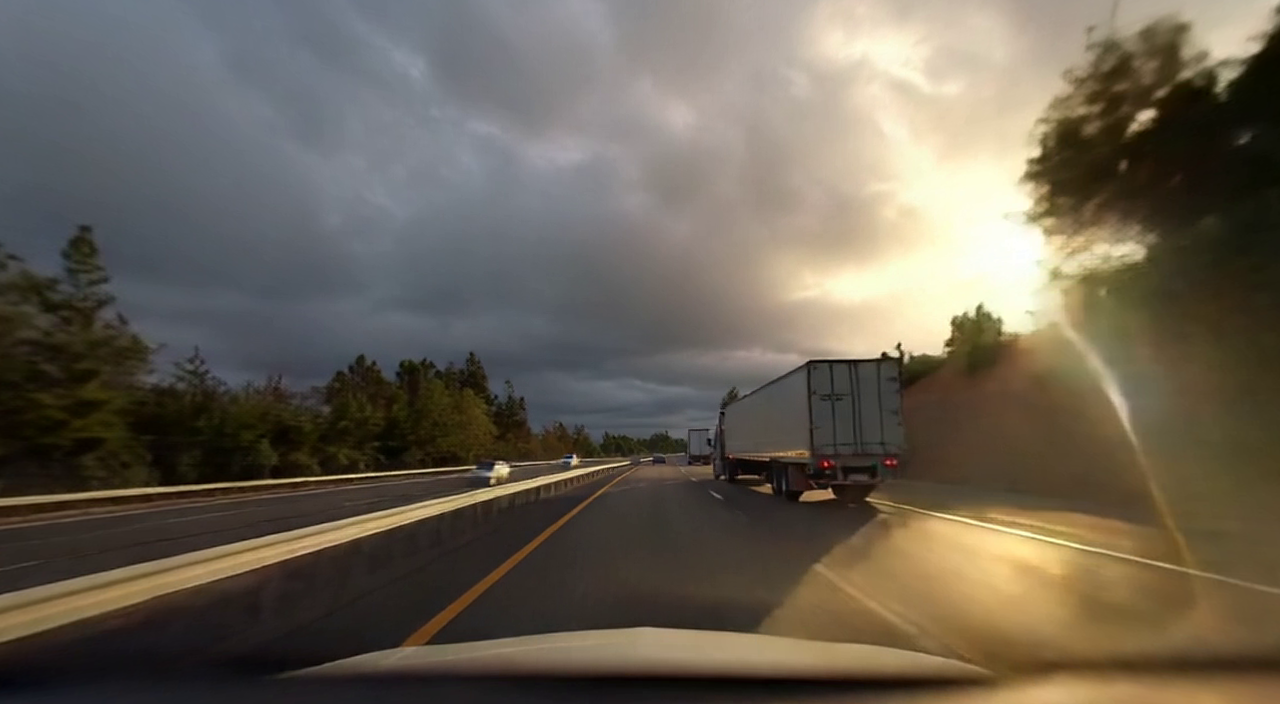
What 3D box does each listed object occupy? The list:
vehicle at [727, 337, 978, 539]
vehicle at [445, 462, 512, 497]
[{"bbox_3d":[4.516,2.386,16.976,2.866,3.558,11.674,0,-9,1],"label":"vehicle"},{"bbox_3d":[-7.937,6.295,31.503,2.007,1.493,4.671,0,-9,1],"label":"vehicle"}]
